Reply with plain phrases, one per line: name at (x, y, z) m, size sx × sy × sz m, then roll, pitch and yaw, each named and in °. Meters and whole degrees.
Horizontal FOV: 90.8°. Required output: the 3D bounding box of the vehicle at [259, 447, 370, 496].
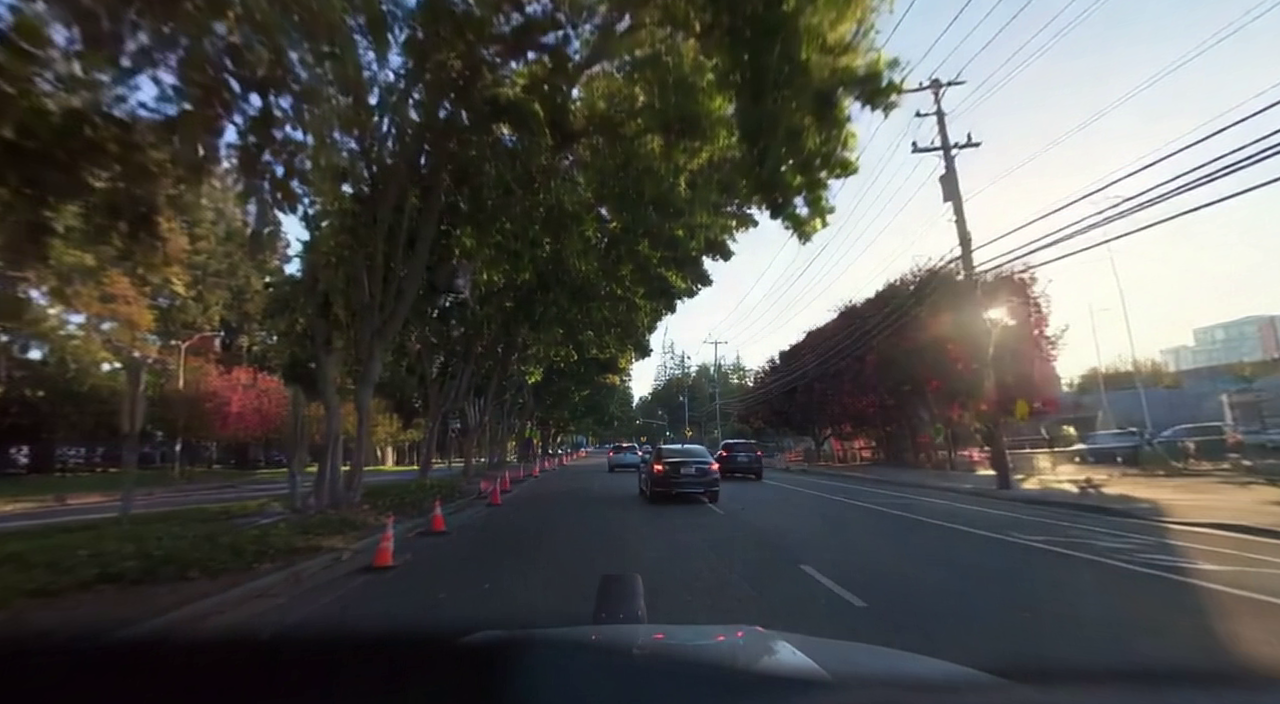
vehicle at (-12.503, 4.574, 24.660) m, size 1.971 × 1.712 × 4.400 m, roll -1°, pitch -8°, yaw 0°

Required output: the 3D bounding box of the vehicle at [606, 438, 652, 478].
vehicle at (-0.467, 5.048, 30.229) m, size 2.050 × 1.745 × 3.915 m, roll -1°, pitch -8°, yaw 0°

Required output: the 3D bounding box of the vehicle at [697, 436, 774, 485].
vehicle at (3.676, 4.270, 25.221) m, size 2.116 × 1.726 × 4.672 m, roll 0°, pitch -8°, yaw -3°

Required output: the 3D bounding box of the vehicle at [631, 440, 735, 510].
vehicle at (0.883, 2.967, 15.835) m, size 1.977 × 1.460 × 4.565 m, roll 0°, pitch -8°, yaw -4°

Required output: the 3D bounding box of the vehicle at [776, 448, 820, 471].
vehicle at (11.871, 8.098, 47.663) m, size 1.966 × 1.485 × 4.497 m, roll -5°, pitch -9°, yaw -2°
